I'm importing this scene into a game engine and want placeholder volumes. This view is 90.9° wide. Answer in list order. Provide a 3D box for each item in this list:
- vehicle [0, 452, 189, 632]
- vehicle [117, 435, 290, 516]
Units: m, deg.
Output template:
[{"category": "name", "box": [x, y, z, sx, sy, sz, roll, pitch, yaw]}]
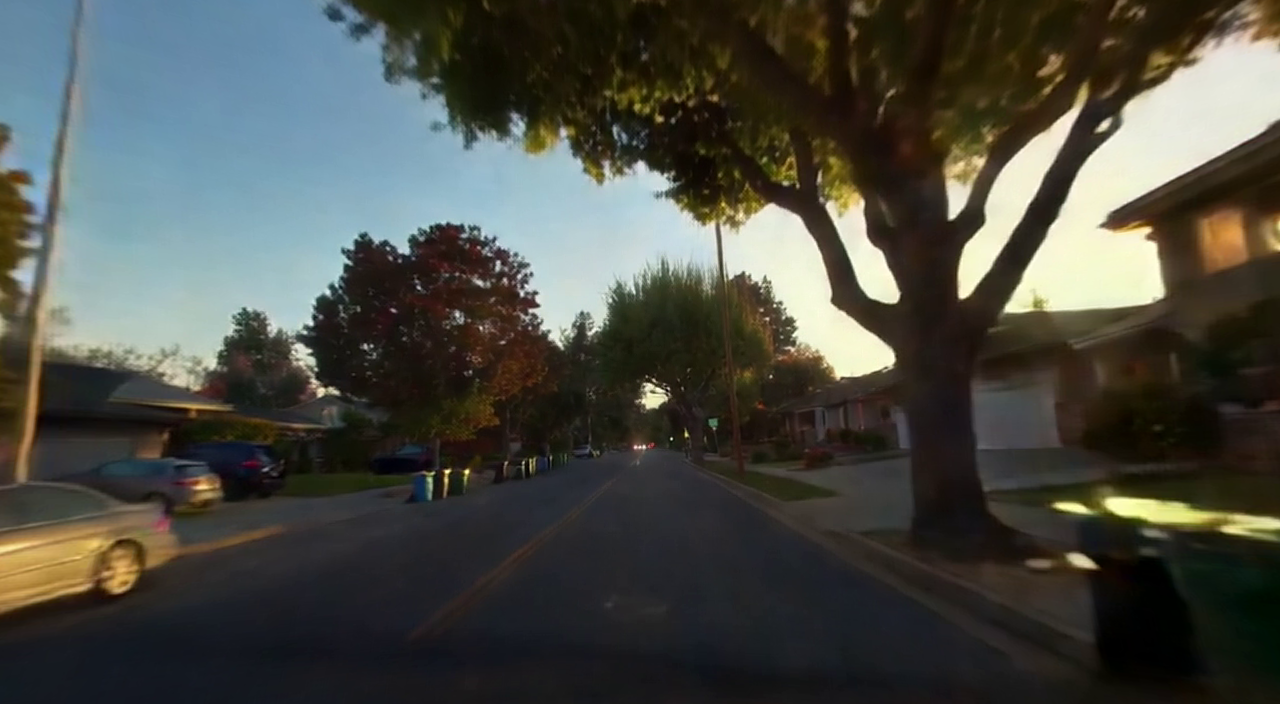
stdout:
[{"category": "vehicle", "box": [-6.505, 1.759, 5.559, 1.880, 1.458, 4.292, -4, -7, 1]}, {"category": "vehicle", "box": [-12.796, 3.546, 18.916, 2.085, 1.904, 4.521, -5, -7, -1]}]
